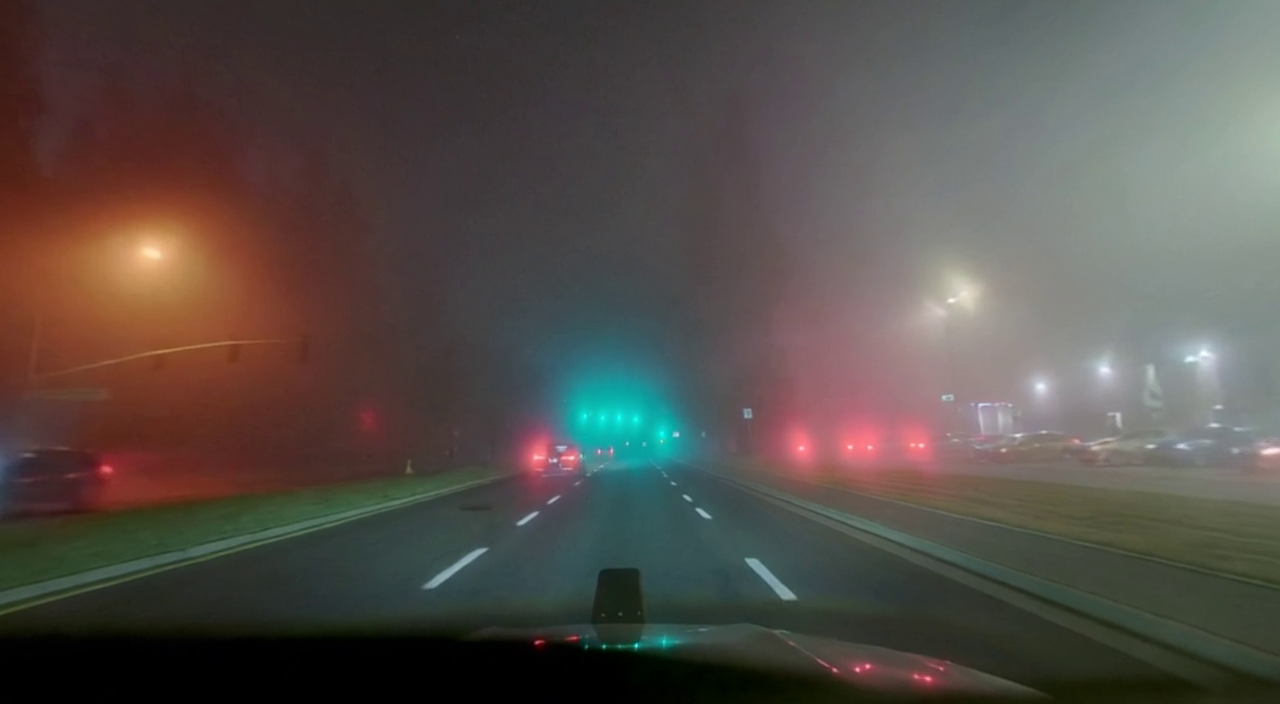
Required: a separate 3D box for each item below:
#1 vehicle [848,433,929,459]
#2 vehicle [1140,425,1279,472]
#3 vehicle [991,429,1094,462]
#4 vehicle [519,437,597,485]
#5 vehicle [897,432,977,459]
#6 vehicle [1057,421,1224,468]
[{"bbox_3d":[16.630,6.306,42.366,4.564,1.663,2.033,1,-9,-9],"label":"vehicle"},{"bbox_3d":[18.984,3.143,20.595,3.874,1.438,1.903,1,-8,-7],"label":"vehicle"},{"bbox_3d":[18.263,4.263,28.740,3.731,1.430,1.640,2,-9,-11],"label":"vehicle"},{"bbox_3d":[-2.791,3.841,22.620,2.011,1.498,4.914,0,-8,2],"label":"vehicle"},{"bbox_3d":[17.240,5.416,36.706,3.846,1.488,1.695,1,-8,-9],"label":"vehicle"},{"bbox_3d":[18.494,3.444,23.463,4.608,1.598,1.975,0,-10,-6],"label":"vehicle"}]
